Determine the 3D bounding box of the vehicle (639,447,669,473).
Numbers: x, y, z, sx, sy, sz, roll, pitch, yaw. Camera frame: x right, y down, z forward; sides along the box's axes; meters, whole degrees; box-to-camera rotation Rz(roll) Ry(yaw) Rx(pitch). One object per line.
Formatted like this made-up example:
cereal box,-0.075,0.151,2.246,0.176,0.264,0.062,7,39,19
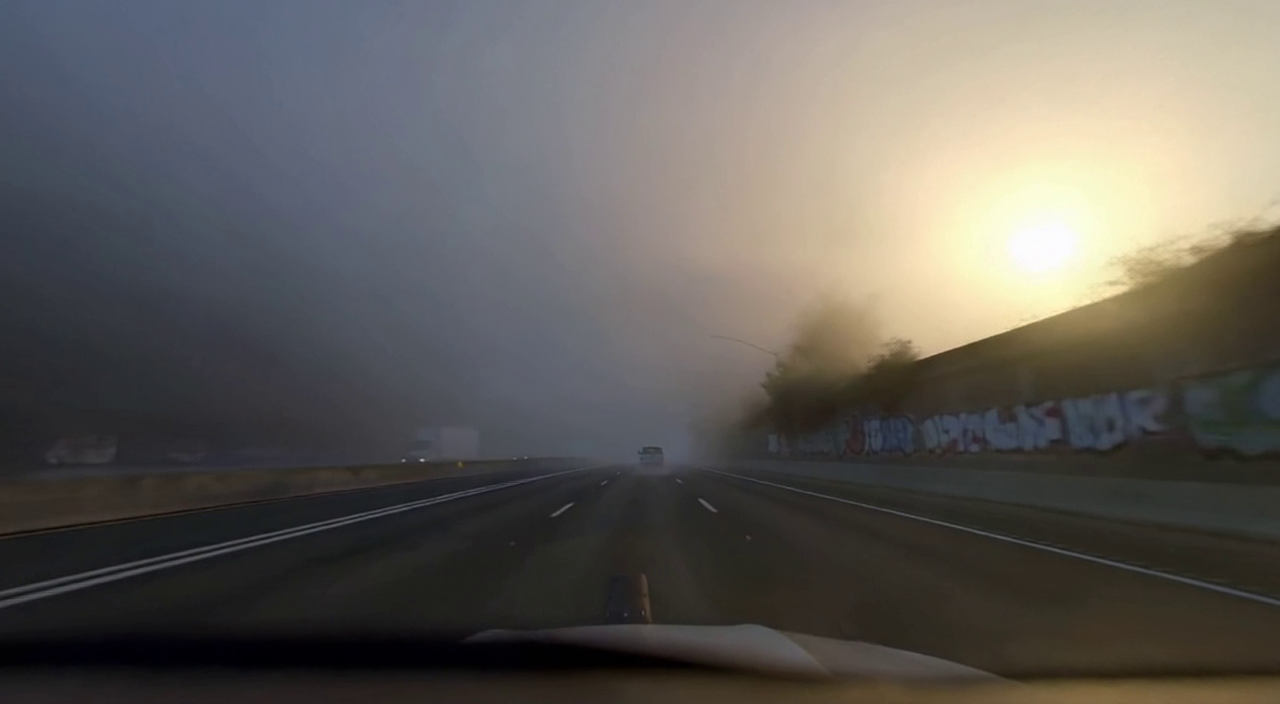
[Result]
vehicle,1.068,8.507,49.564,2.279,1.934,4.268,0,-9,0
